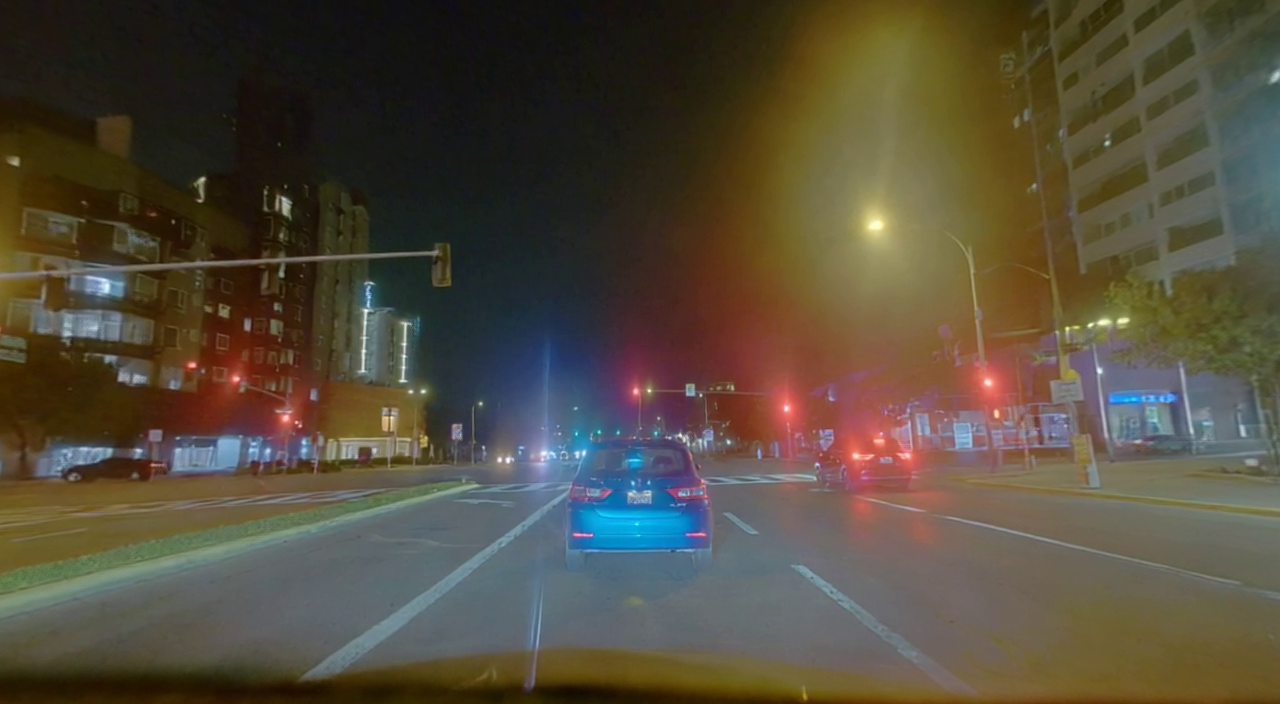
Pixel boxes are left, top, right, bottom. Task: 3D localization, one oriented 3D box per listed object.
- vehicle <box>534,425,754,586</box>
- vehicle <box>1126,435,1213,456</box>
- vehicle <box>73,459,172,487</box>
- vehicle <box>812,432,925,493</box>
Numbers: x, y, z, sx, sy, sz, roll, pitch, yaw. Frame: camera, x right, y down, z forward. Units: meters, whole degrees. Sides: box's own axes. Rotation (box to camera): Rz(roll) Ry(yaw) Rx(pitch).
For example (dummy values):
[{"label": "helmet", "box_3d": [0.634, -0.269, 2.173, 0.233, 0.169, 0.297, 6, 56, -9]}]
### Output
[{"label": "vehicle", "box_3d": [-0.021, 1.763, 8.140, 2.070, 1.488, 4.206, 0, -8, -2]}, {"label": "vehicle", "box_3d": [37.513, 6.635, 44.832, 4.563, 1.454, 2.056, 1, -9, -7]}, {"label": "vehicle", "box_3d": [-32.392, 7.553, 39.633, 4.401, 1.625, 1.863, 0, -8, -4]}, {"label": "vehicle", "box_3d": [7.053, 3.440, 20.065, 2.039, 1.692, 4.319, 0, -8, 1]}]
